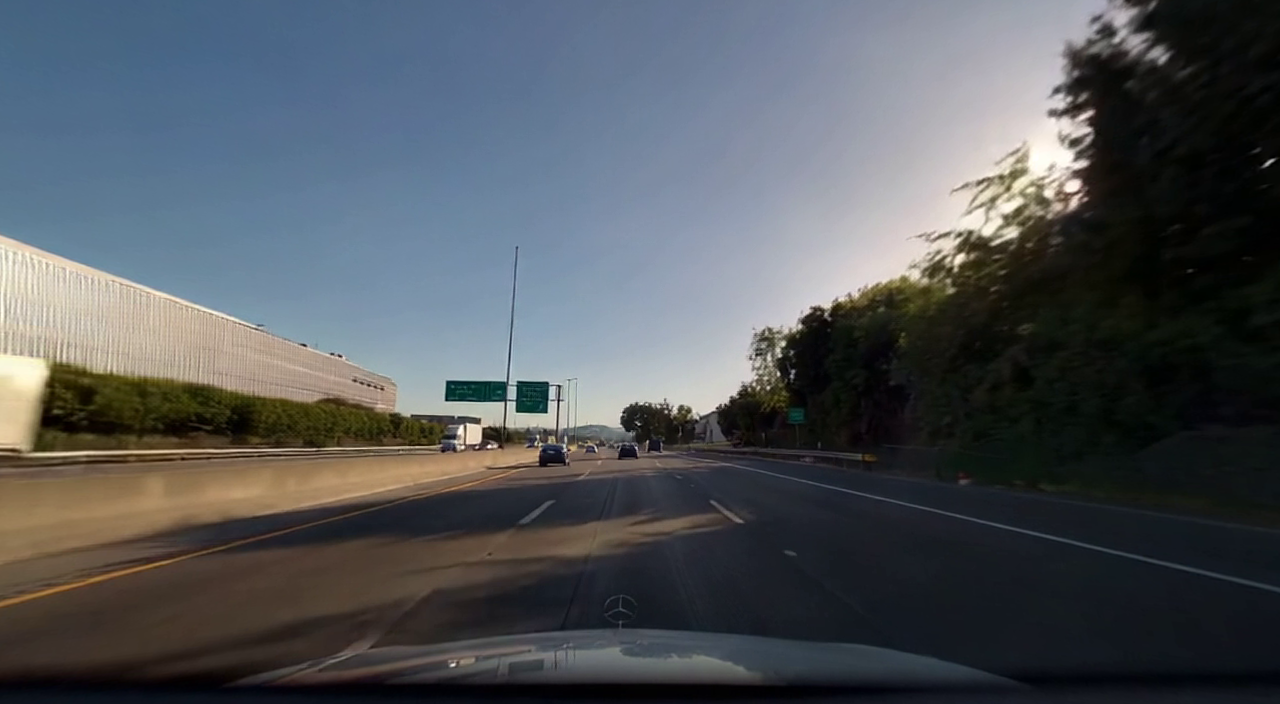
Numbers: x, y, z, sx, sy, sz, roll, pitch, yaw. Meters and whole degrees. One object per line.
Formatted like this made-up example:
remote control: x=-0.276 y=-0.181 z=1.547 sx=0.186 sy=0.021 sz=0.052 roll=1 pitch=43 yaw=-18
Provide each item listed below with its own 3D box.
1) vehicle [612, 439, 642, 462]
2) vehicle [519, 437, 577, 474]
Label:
vehicle: x=-1.056 y=7.609 z=48.657 sx=2.196 sy=1.699 sz=4.499 roll=0 pitch=-8 yaw=-2
vehicle: x=-4.358 y=4.986 z=30.452 sx=2.271 sy=1.626 sz=4.463 roll=0 pitch=-8 yaw=-1
